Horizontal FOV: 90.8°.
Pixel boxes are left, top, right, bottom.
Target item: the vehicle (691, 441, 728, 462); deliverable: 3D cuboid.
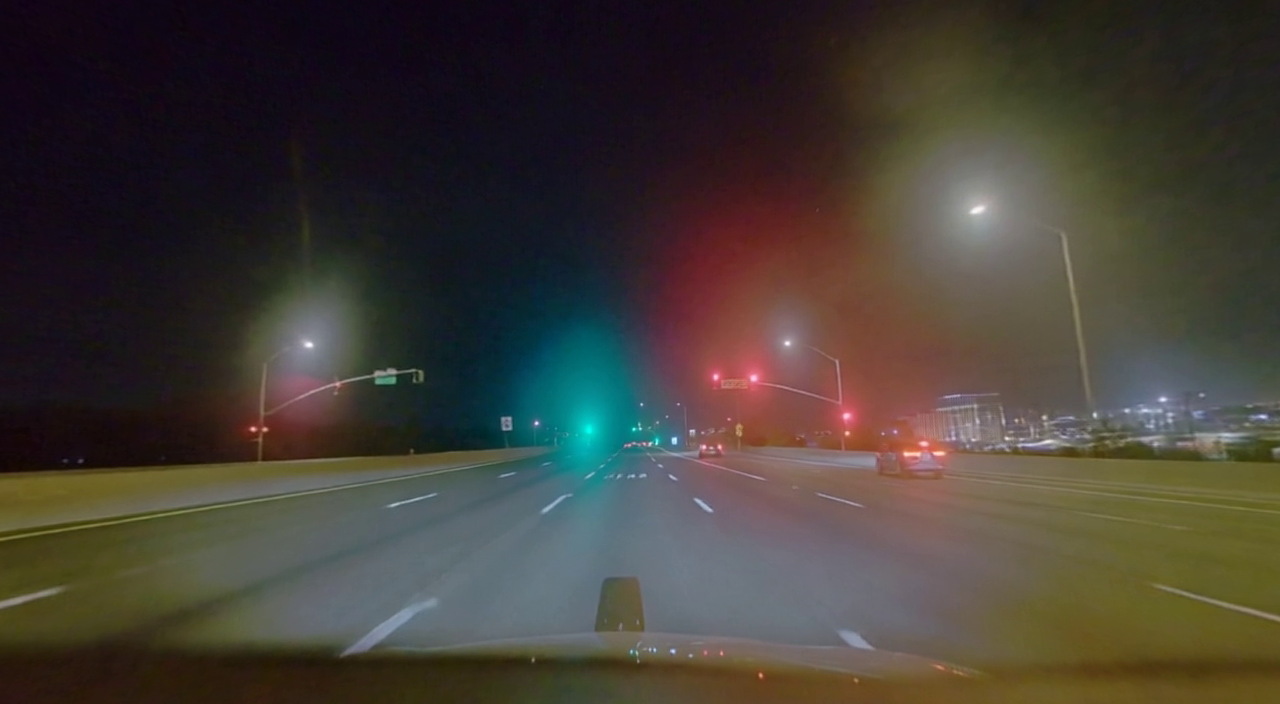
[{"bbox_3d":[5.173,7.490,47.682,2.187,1.475,4.529,0,-9,-1],"label":"vehicle"}]
